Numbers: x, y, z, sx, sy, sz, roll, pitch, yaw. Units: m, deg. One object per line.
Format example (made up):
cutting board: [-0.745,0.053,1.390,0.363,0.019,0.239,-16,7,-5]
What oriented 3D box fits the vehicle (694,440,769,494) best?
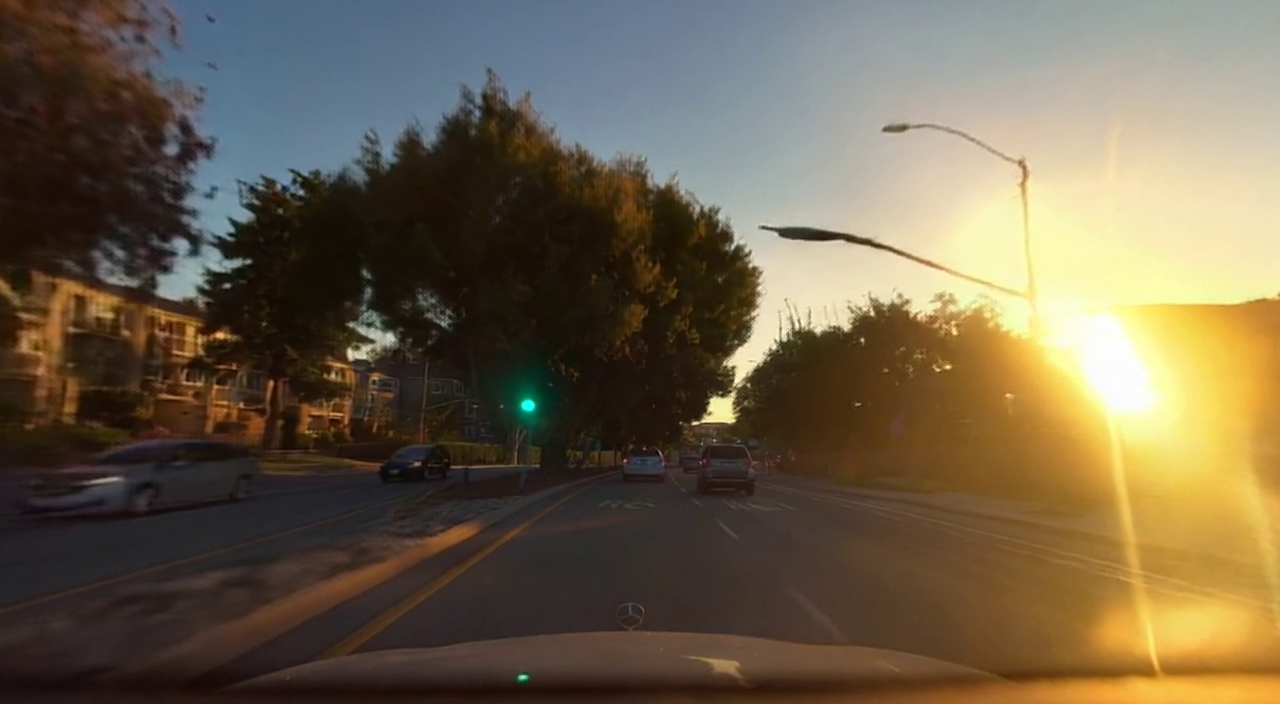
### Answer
vehicle: [3.297,4.240,23.610,2.166,1.799,4.372,0,-8,0]

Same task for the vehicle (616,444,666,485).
vehicle: [0.128,5.356,30.398,2.185,1.822,4.391,0,-8,2]

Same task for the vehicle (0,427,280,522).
vehicle: [-9.176,2.256,12.156,1.829,1.463,4.403,0,-8,0]

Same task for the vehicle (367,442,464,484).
vehicle: [-8.867,4.405,25.381,1.991,1.503,4.688,-1,-8,3]
